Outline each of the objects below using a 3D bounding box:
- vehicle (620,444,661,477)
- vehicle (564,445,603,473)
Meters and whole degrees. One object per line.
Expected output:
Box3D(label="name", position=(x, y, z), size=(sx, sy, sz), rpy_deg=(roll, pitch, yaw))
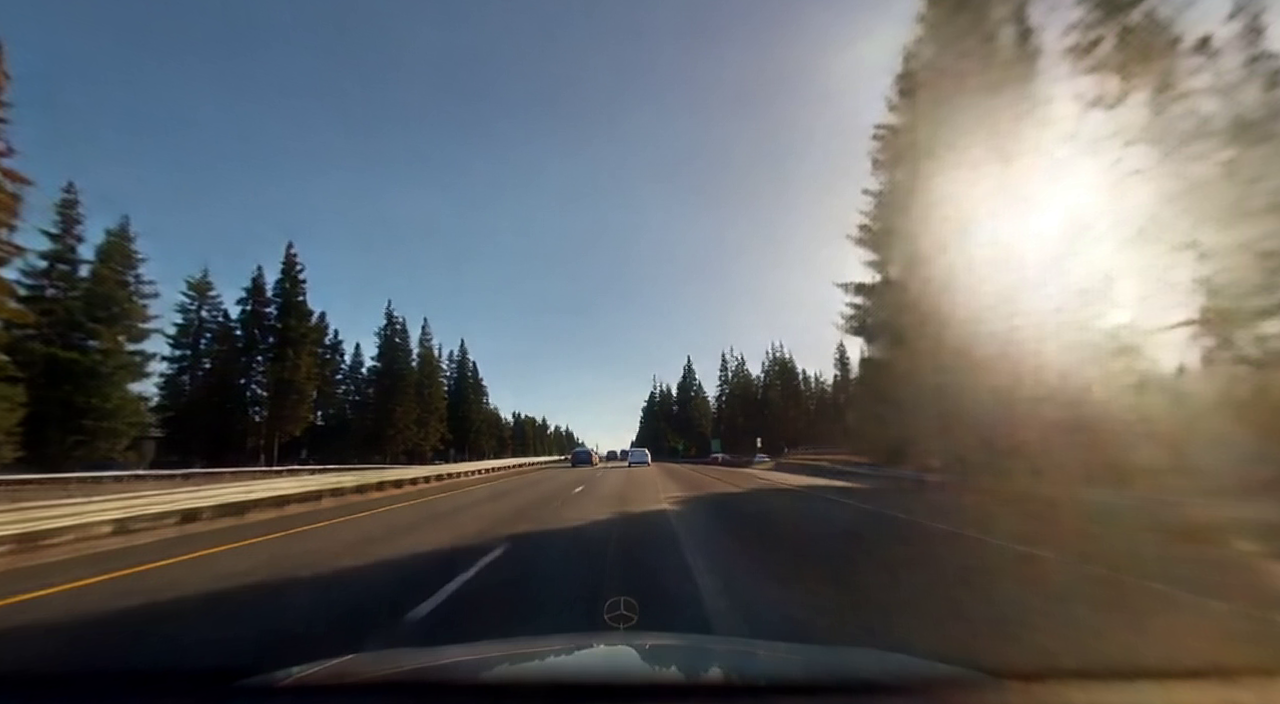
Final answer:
Box3D(label="vehicle", position=(0.034, 5.968, 34.771), size=(2.130, 1.684, 3.826), rpy_deg=(0, -9, 0))
Box3D(label="vehicle", position=(-3.804, 7.293, 43.132), size=(2.130, 1.741, 4.665), rpy_deg=(0, -9, 1))
